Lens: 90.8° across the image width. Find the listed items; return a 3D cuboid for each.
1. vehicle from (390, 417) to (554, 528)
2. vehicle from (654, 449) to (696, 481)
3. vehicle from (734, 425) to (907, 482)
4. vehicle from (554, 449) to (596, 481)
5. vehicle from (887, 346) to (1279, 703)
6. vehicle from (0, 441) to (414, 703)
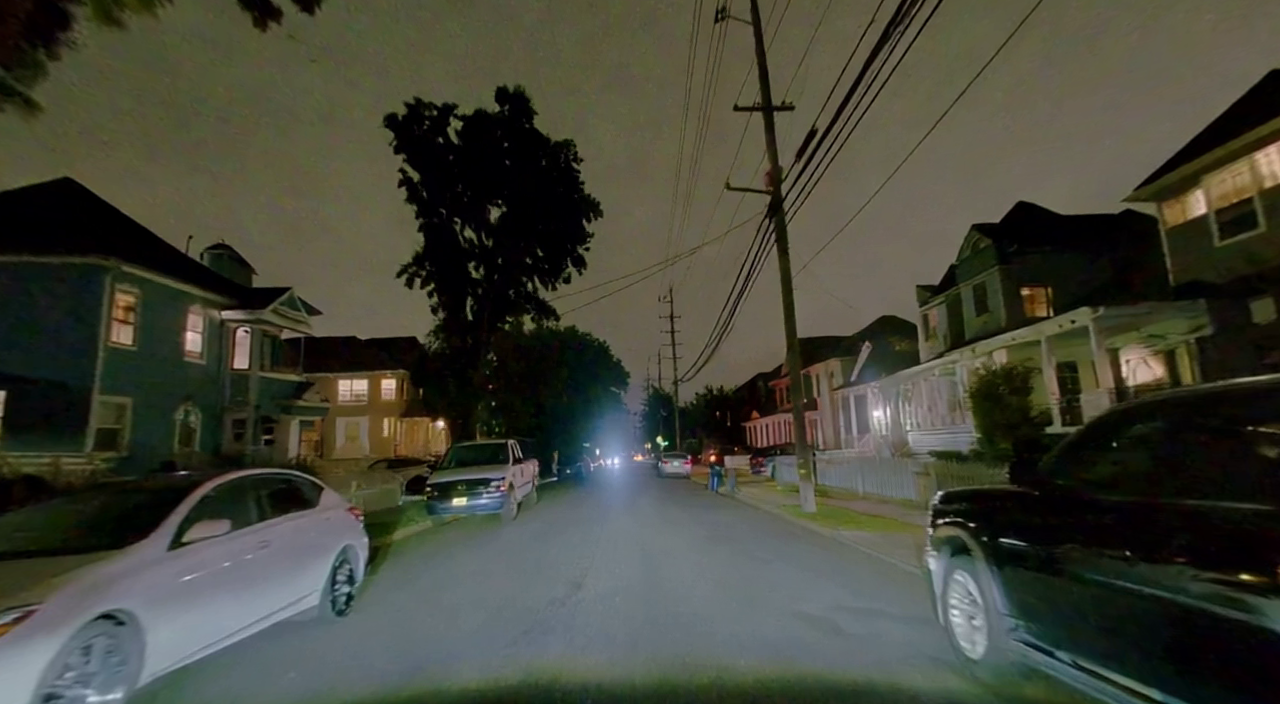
[{"bbox_3d":[-3.747,2.784,15.387,2.399,2.085,5.589,-3,-8,0],"label":"vehicle"},{"bbox_3d":[1.919,6.379,35.988,2.043,1.631,4.613,0,-8,-1],"label":"vehicle"},{"bbox_3d":[6.795,3.883,24.345,5.974,2.066,2.152,0,-8,-1],"label":"vehicle"},{"bbox_3d":[-4.321,7.601,42.719,2.204,1.655,4.813,-8,-8,-1],"label":"vehicle"},{"bbox_3d":[3.466,0.953,3.431,1.884,1.809,4.139,-1,-7,-11],"label":"vehicle"},{"bbox_3d":[-3.388,1.384,3.863,2.071,1.485,4.610,-5,-8,3],"label":"vehicle"}]
